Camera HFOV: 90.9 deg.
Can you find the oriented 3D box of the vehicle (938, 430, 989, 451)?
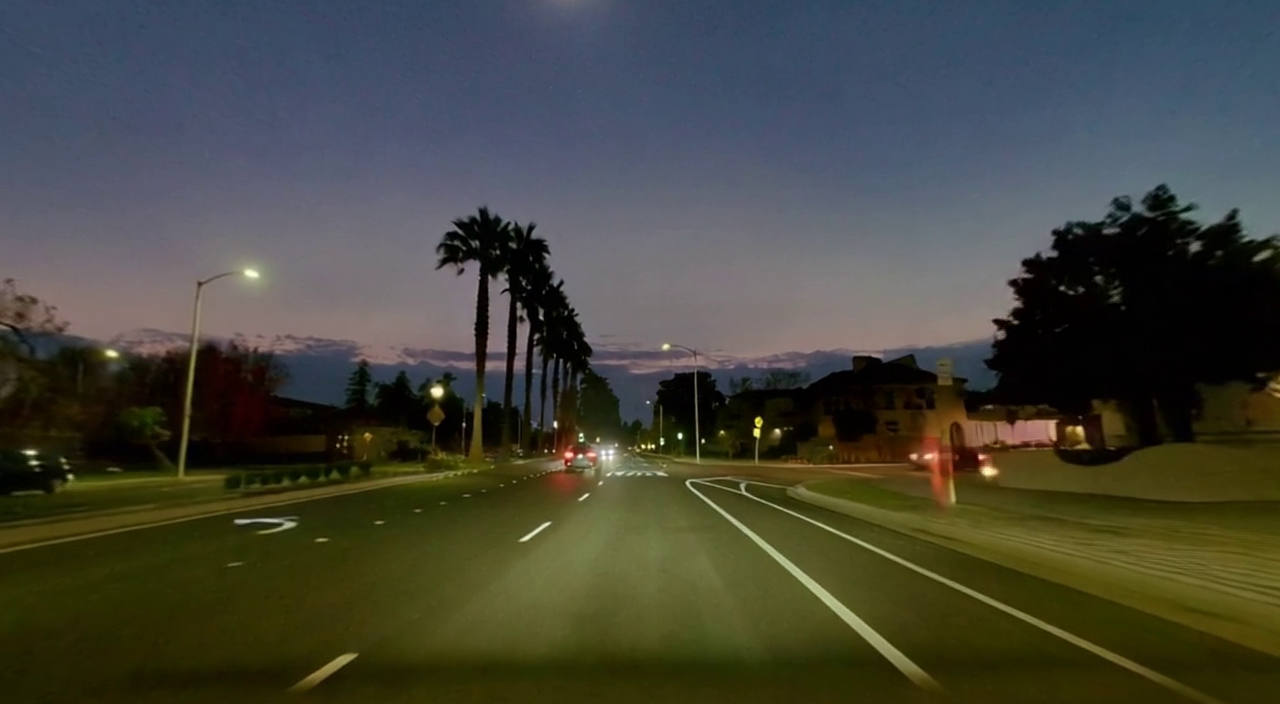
[{"bbox_3d":[25.090,6.896,49.054,1.988,1.531,4.270,-1,-8,5],"label":"vehicle"}]

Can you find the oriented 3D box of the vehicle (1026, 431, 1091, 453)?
[{"bbox_3d":[29.900,6.482,45.150,1.763,1.487,4.181,0,-8,0],"label":"vehicle"}]

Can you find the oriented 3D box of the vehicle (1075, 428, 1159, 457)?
[{"bbox_3d":[32.795,6.294,43.564,2.069,1.825,5.056,0,-9,4],"label":"vehicle"}]

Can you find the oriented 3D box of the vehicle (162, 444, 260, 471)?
[{"bbox_3d":[-33.095,8.147,48.697,6.114,1.988,2.360,-1,-8,8],"label":"vehicle"}]

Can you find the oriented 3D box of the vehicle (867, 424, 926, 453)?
[{"bbox_3d":[19.611,6.703,48.456,2.162,2.064,5.616,0,-8,0],"label":"vehicle"}]

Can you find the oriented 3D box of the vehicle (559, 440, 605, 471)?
[{"bbox_3d":[-2.985,5.472,33.538,2.075,1.498,4.730,0,-8,-1],"label":"vehicle"}]
